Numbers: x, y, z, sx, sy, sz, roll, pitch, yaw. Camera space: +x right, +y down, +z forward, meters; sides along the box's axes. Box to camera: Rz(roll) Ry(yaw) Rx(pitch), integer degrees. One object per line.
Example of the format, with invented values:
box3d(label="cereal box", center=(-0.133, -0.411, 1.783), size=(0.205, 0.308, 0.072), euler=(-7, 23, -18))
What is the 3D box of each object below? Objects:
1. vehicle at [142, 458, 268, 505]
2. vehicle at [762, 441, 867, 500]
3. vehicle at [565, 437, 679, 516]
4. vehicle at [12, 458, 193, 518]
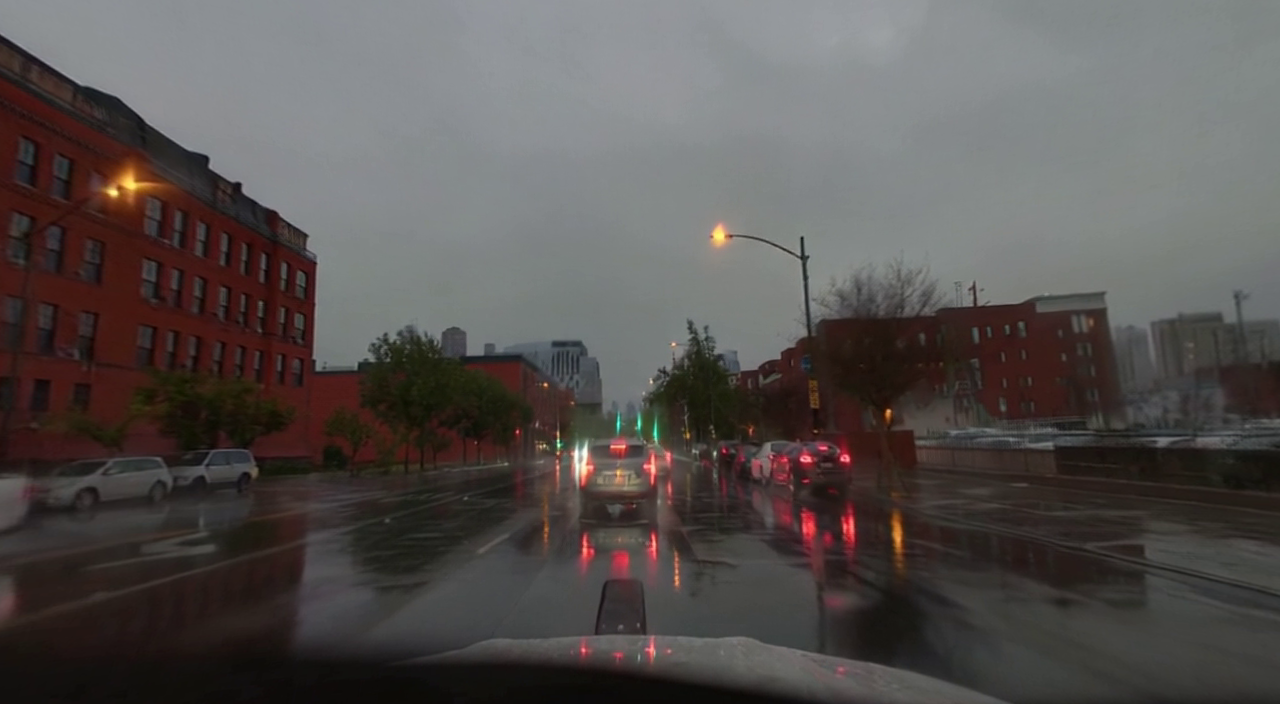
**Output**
box3d(label="vehicle", center=(-17.876, 5.302, 26.211), size=(2.011, 1.727, 4.449), euler=(1, -9, 0))
box3d(label="vehicle", center=(4.945, 3.401, 18.486), size=(1.832, 1.491, 4.054), euler=(1, -9, -1))
box3d(label="vehicle", center=(-0.355, 2.772, 14.474), size=(2.230, 1.518, 4.113), euler=(0, -9, 0))
box3d(label="vehicle", center=(-17.622, 4.441, 21.040), size=(1.909, 1.658, 4.559), euler=(0, -9, 2))
